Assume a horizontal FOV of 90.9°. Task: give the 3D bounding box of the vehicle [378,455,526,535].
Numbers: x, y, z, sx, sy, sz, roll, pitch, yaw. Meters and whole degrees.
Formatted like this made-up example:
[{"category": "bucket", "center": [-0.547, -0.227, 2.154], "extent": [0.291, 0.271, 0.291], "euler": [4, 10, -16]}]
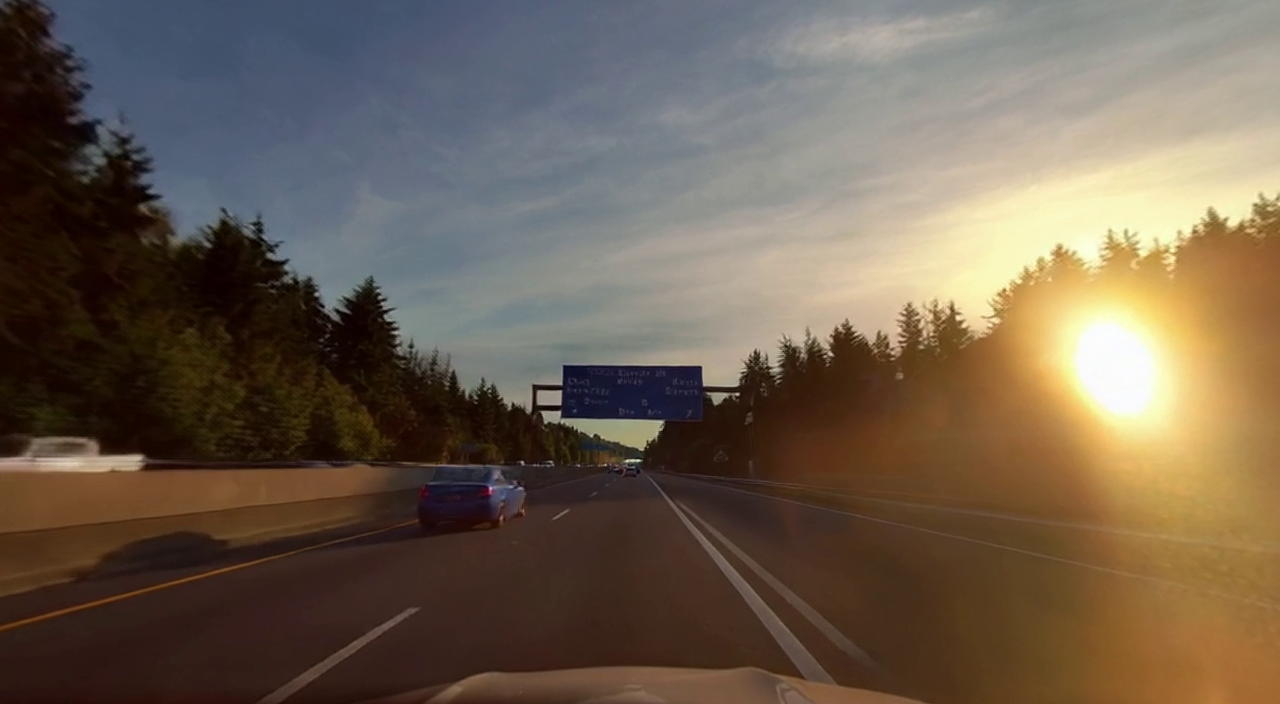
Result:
[{"category": "vehicle", "center": [-3.944, 3.097, 14.043], "extent": [2.006, 1.469, 4.050], "euler": [1, -10, 0]}]
